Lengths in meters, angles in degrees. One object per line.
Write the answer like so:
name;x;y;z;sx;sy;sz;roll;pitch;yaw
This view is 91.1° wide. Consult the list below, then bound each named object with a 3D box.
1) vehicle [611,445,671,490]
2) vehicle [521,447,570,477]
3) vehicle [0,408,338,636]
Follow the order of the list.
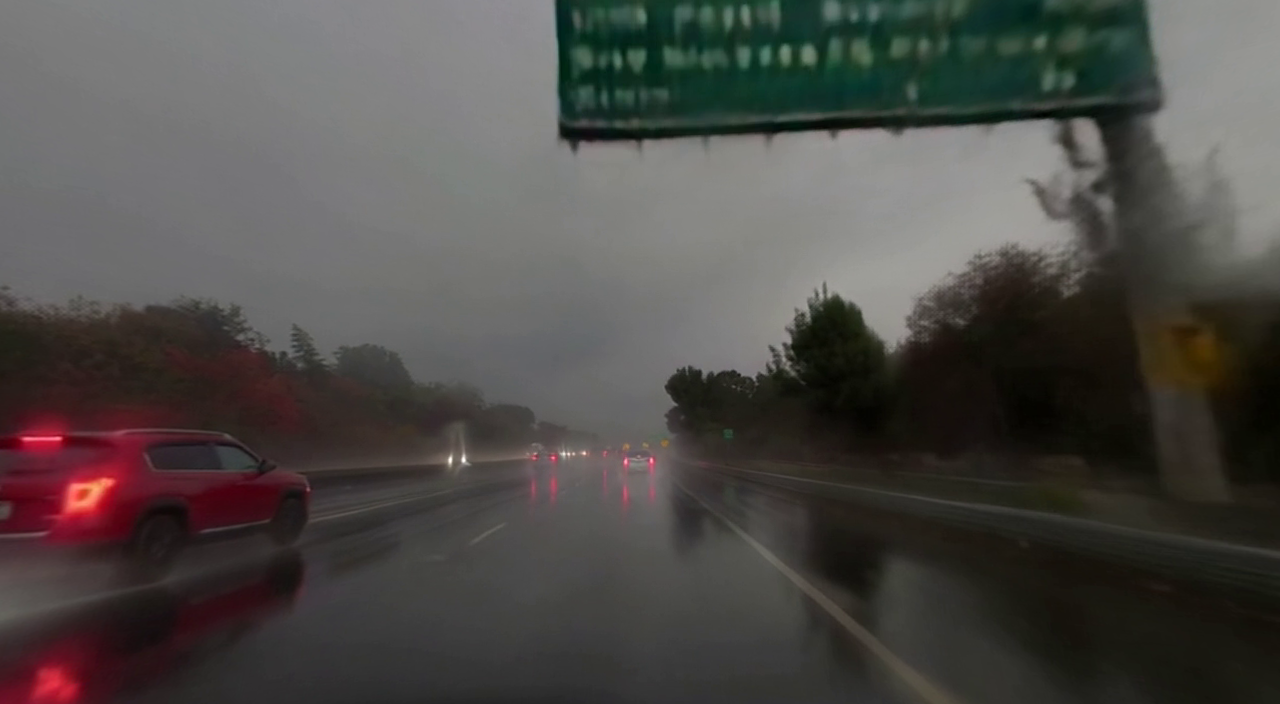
vehicle;0.030;4.059;22.458;1.940;1.451;3.512;0;-9;0
vehicle;-4.898;5.768;33.165;1.892;1.481;4.180;0;-9;1
vehicle;-5.292;1.548;6.667;2.058;1.626;4.118;0;-9;1
